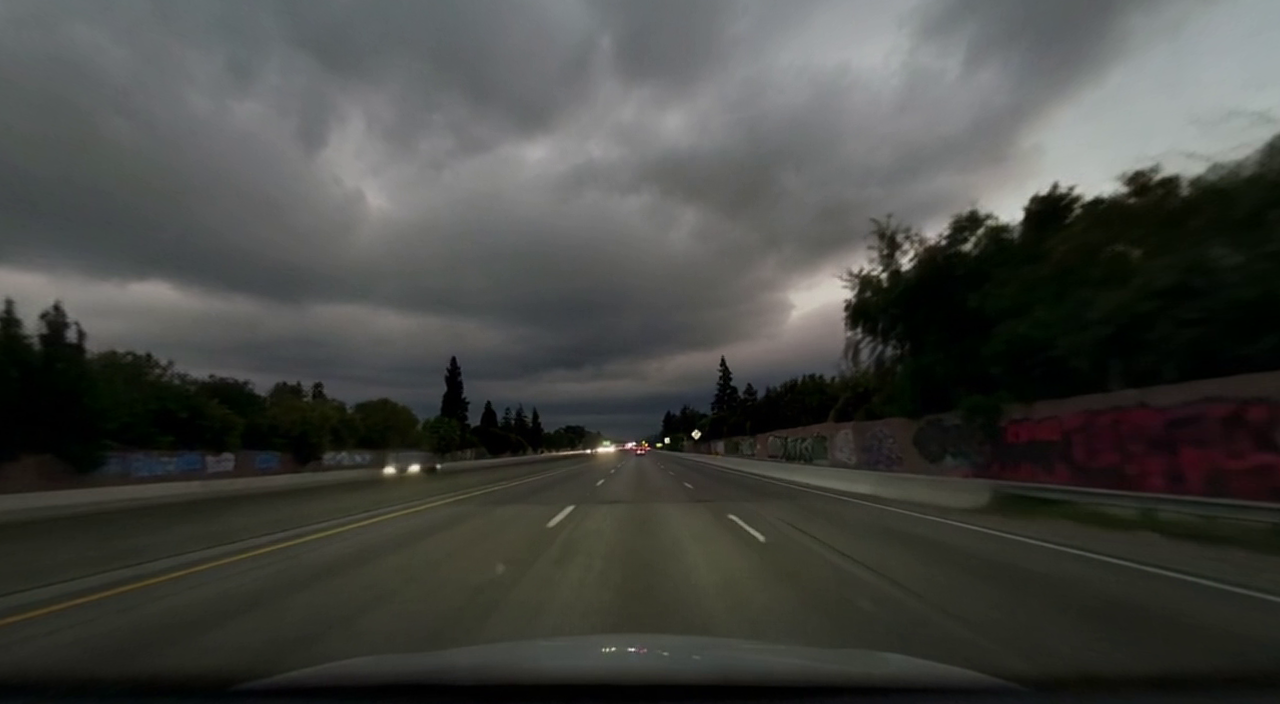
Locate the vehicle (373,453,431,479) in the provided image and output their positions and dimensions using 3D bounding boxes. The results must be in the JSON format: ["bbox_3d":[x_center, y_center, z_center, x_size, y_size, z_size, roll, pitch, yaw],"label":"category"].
[{"bbox_3d":[-14.462,6.953,38.451,1.863,1.436,4.463,0,-9,-1],"label":"vehicle"}]
